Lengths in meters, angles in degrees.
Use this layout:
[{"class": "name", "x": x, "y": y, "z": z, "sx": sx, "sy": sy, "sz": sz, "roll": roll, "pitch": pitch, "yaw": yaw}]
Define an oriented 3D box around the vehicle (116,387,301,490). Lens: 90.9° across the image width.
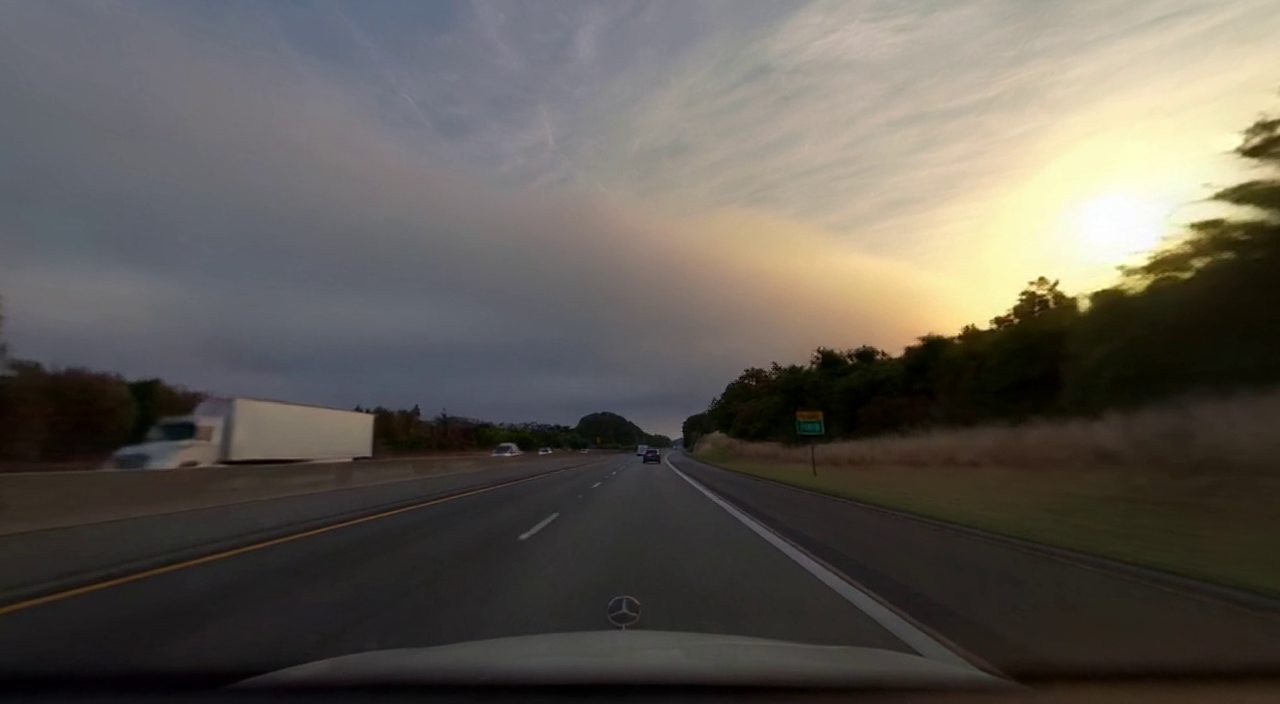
[{"class": "vehicle", "x": -16.758, "y": 3.496, "z": 25.154, "sx": 2.955, "sy": 3.577, "sz": 6.005, "roll": 0, "pitch": -9, "yaw": 0}]
